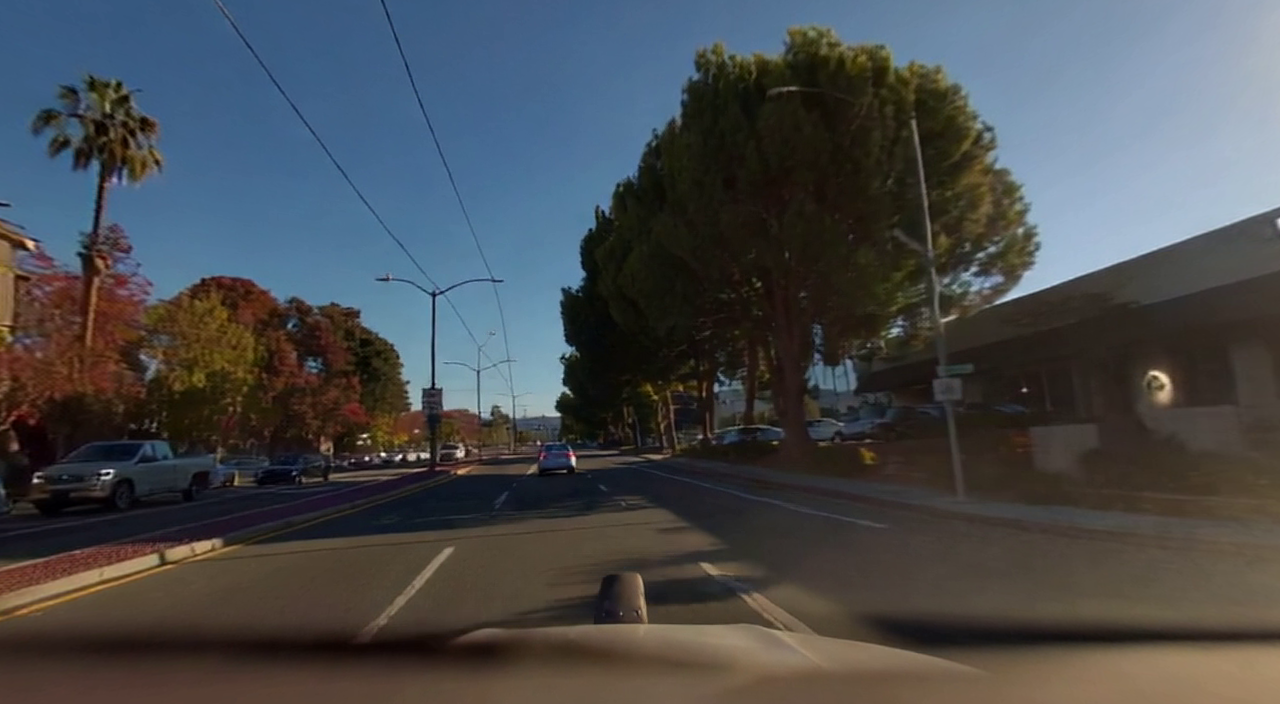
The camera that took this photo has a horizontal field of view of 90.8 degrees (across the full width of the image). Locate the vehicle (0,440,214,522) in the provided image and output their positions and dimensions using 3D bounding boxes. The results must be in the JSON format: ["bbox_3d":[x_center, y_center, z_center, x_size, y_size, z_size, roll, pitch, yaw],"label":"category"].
[{"bbox_3d":[-13.535,3.181,16.271,2.275,1.752,4.858,1,-8,-8],"label":"vehicle"}]

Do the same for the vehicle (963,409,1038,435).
[{"bbox_3d":[25.311,4.976,44.580,2.175,1.626,4.598,1,-8,-7],"label":"vehicle"}]

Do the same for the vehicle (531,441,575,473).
[{"bbox_3d":[-4.935,5.795,35.261,2.197,1.642,4.312,2,-9,-11],"label":"vehicle"}]

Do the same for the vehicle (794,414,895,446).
[{"bbox_3d":[11.354,4.377,35.200,4.851,1.737,2.189,2,-9,-11],"label":"vehicle"}]
